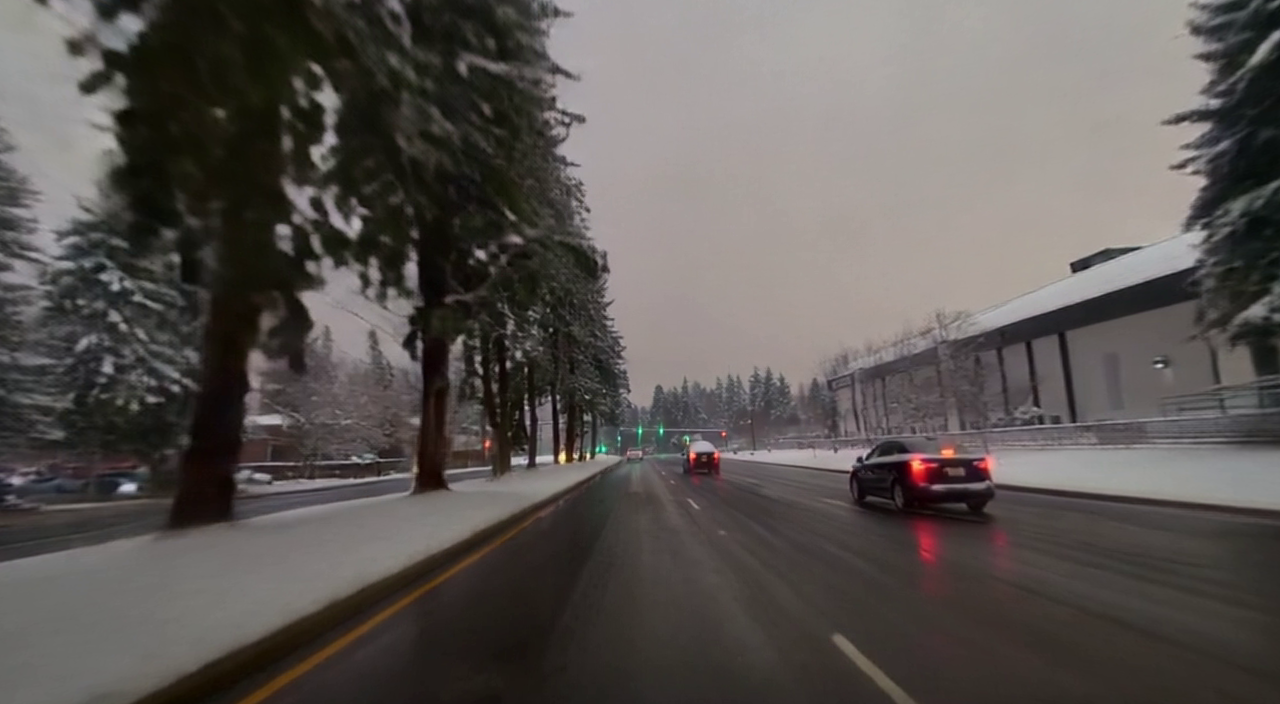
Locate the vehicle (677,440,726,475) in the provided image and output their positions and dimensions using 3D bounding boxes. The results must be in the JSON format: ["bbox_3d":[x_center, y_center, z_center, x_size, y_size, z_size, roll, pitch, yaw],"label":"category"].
[{"bbox_3d":[3.257,5.708,34.328,2.095,1.759,4.862,-1,-9,-1],"label":"vehicle"}]

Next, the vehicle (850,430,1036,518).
[{"bbox_3d":[6.453,2.642,14.119,2.000,1.618,4.238,-1,-9,0],"label":"vehicle"}]

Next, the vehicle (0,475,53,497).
[{"bbox_3d":[-48.331,10.323,48.870,1.754,1.437,4.117,-1,-9,0],"label":"vehicle"}]
